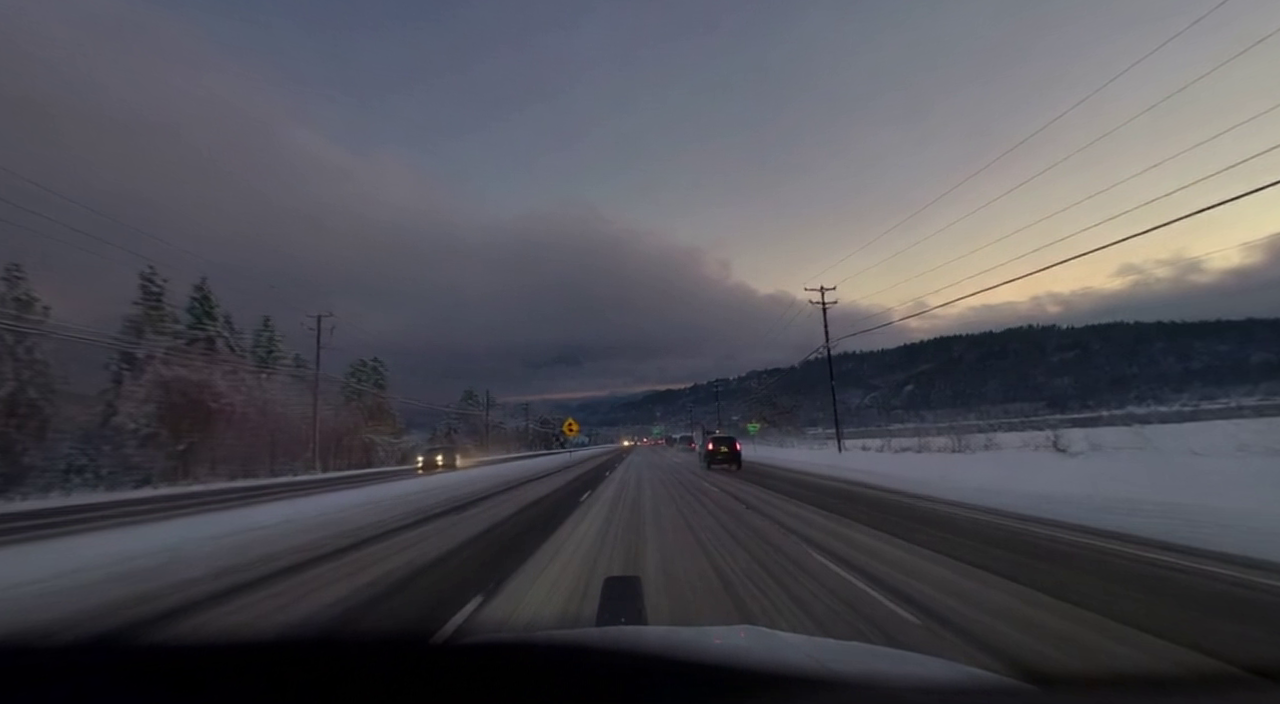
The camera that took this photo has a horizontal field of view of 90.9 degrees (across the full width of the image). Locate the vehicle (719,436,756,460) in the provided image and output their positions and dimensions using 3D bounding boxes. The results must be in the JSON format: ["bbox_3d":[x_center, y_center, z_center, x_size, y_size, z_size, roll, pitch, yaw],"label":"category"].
[{"bbox_3d":[7.602,7.518,49.545,2.084,1.830,4.684,0,-8,0],"label":"vehicle"}]

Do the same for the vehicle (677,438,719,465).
[{"bbox_3d":[3.487,6.108,38.979,2.148,1.538,4.430,0,-8,0],"label":"vehicle"}]
